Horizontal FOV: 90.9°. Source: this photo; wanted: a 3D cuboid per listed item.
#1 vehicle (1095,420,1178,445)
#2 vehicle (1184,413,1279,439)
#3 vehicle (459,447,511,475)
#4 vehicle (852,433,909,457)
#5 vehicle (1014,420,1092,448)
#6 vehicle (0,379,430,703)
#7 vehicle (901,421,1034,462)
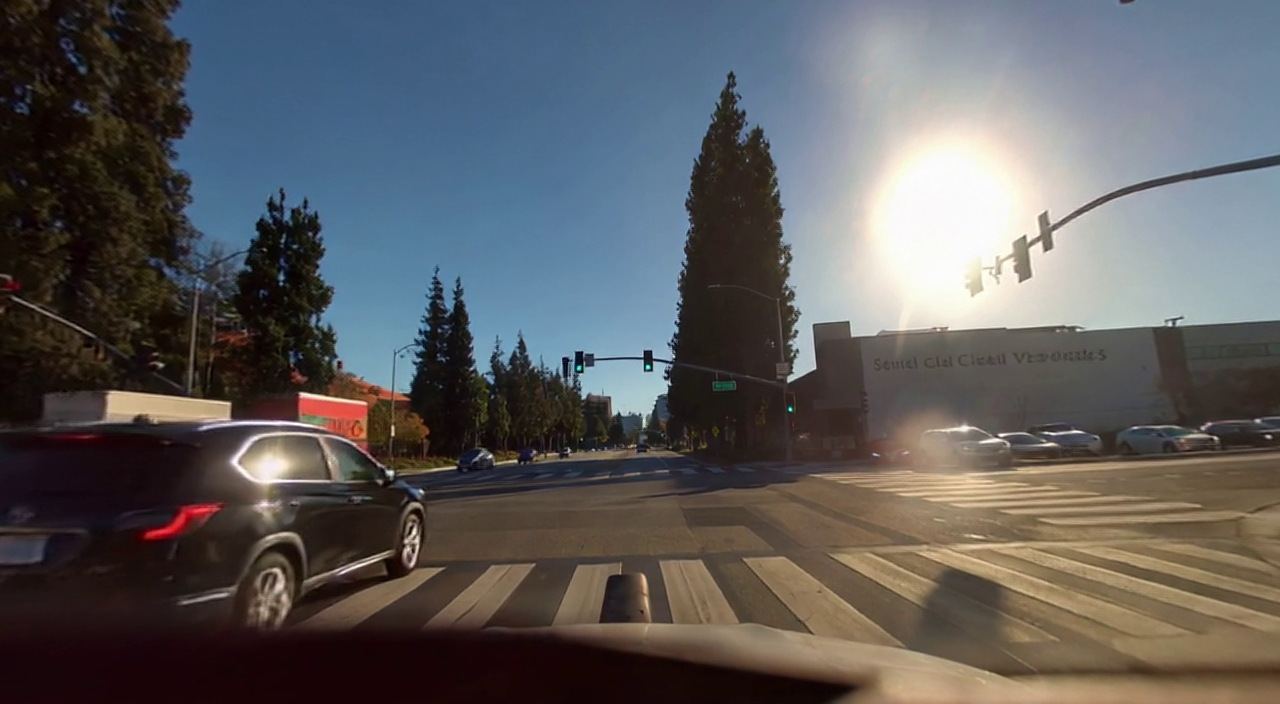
[{"bbox_3d":[31.312,5.118,39.916,1.823,1.480,4.003,0,-9,-4],"label":"vehicle"},{"bbox_3d":[38.402,4.884,41.022,1.715,1.480,4.701,-1,-9,-1],"label":"vehicle"},{"bbox_3d":[-9.286,6.528,38.013,2.026,1.616,4.199,0,-9,0],"label":"vehicle"},{"bbox_3d":[17.352,6.743,45.546,3.329,1.415,1.821,-5,-9,3],"label":"vehicle"},{"bbox_3d":[26.302,5.281,40.307,2.011,1.656,4.163,0,-9,-2],"label":"vehicle"},{"bbox_3d":[-3.454,1.282,5.227,1.934,1.649,4.490,0,-8,-1],"label":"vehicle"},{"bbox_3d":[13.954,3.839,27.060,4.566,1.670,2.000,0,-9,-3],"label":"vehicle"}]
